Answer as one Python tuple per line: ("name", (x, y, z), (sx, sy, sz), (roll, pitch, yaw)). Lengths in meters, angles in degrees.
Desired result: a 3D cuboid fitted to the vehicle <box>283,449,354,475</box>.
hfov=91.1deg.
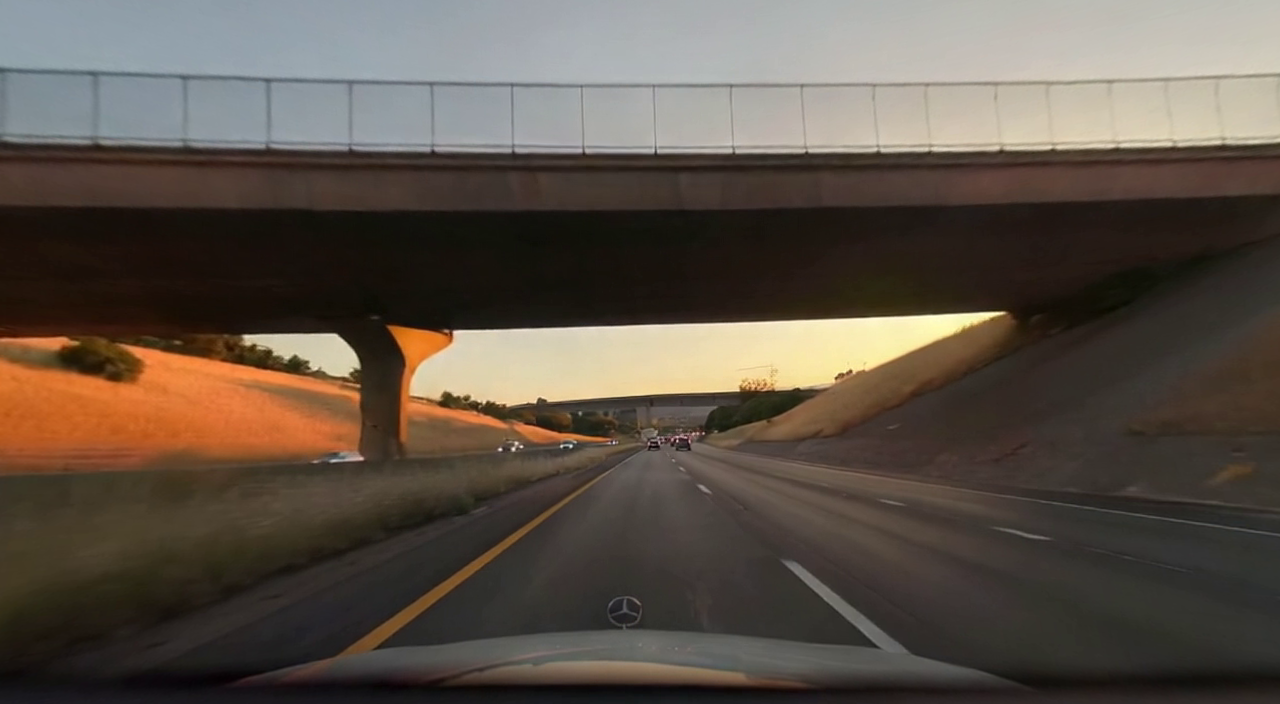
("vehicle", (-20.265, 6.961, 39.846), (1.938, 1.495, 4.747), (0, -9, 1))
